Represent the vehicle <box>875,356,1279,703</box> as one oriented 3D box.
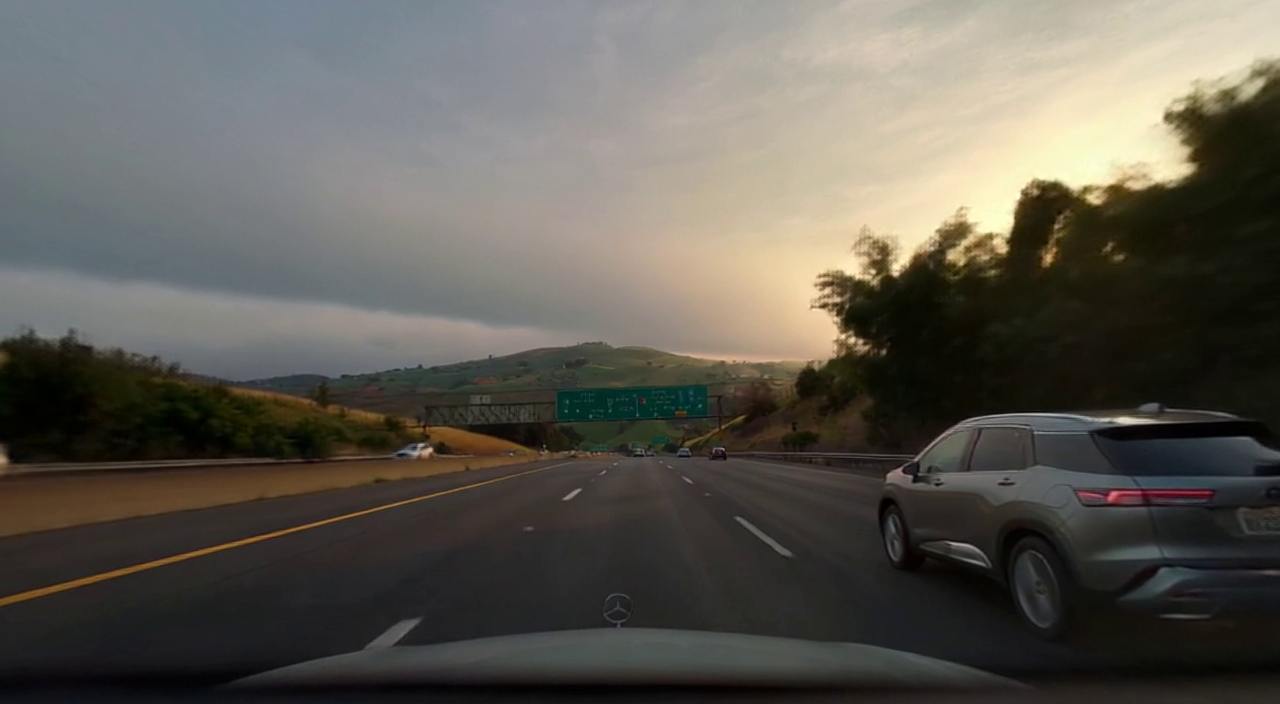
[{"bbox_3d":[3.577,1.191,4.868,1.784,1.733,4.141,0,-9,-1],"label":"vehicle"}]
